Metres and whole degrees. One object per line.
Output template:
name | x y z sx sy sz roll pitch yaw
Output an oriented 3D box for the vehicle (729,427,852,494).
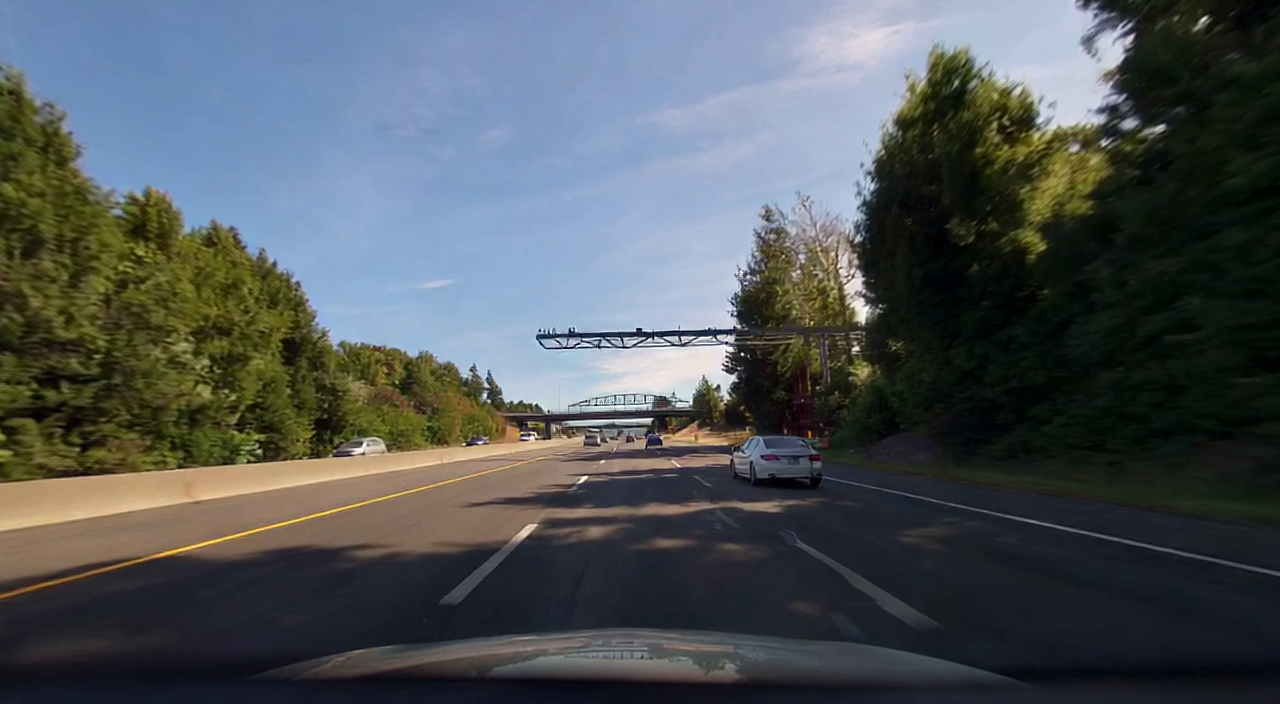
vehicle | 3.794 2.802 16.788 2.031 1.531 4.365 0 -8 -2
